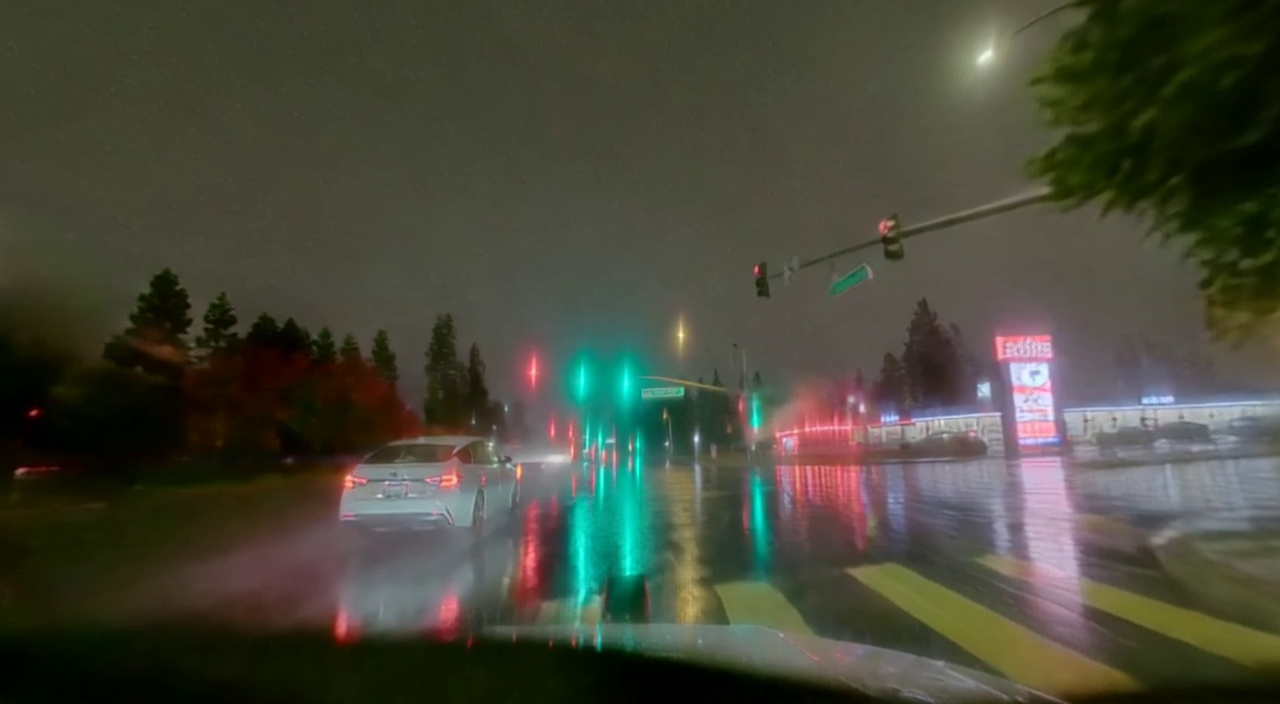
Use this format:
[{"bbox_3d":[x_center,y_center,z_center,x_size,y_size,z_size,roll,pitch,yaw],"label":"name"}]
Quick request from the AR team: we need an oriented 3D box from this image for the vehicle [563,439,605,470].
[{"bbox_3d":[-3.243,6.075,37.398,2.109,1.692,4.220,-1,-8,0],"label":"vehicle"}]

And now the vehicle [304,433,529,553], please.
[{"bbox_3d":[-3.220,2.112,10.216,2.018,1.477,4.401,-1,-8,0],"label":"vehicle"}]
